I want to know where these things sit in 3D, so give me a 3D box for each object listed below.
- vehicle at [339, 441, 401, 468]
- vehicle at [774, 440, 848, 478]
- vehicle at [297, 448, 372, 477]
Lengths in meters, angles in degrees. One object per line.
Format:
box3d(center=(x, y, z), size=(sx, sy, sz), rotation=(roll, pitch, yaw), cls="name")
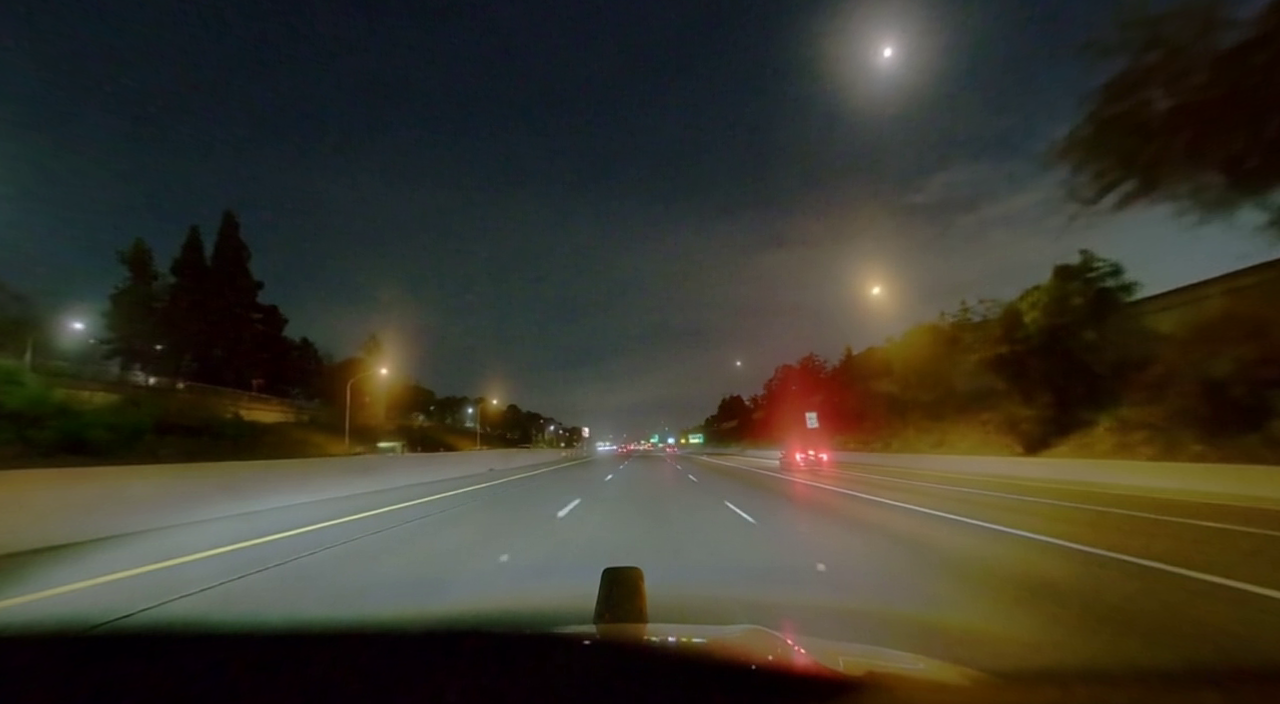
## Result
box3d(center=(-21.096, 8.030, 49.635), size=(2.254, 2.027, 5.835), rotation=(0, -8, 1), cls="vehicle")
box3d(center=(7.304, 4.600, 27.406), size=(1.914, 1.465, 4.574), rotation=(0, -9, 0), cls="vehicle")
box3d(center=(-17.245, 6.230, 35.870), size=(1.870, 1.472, 4.610), rotation=(0, -9, 1), cls="vehicle")
